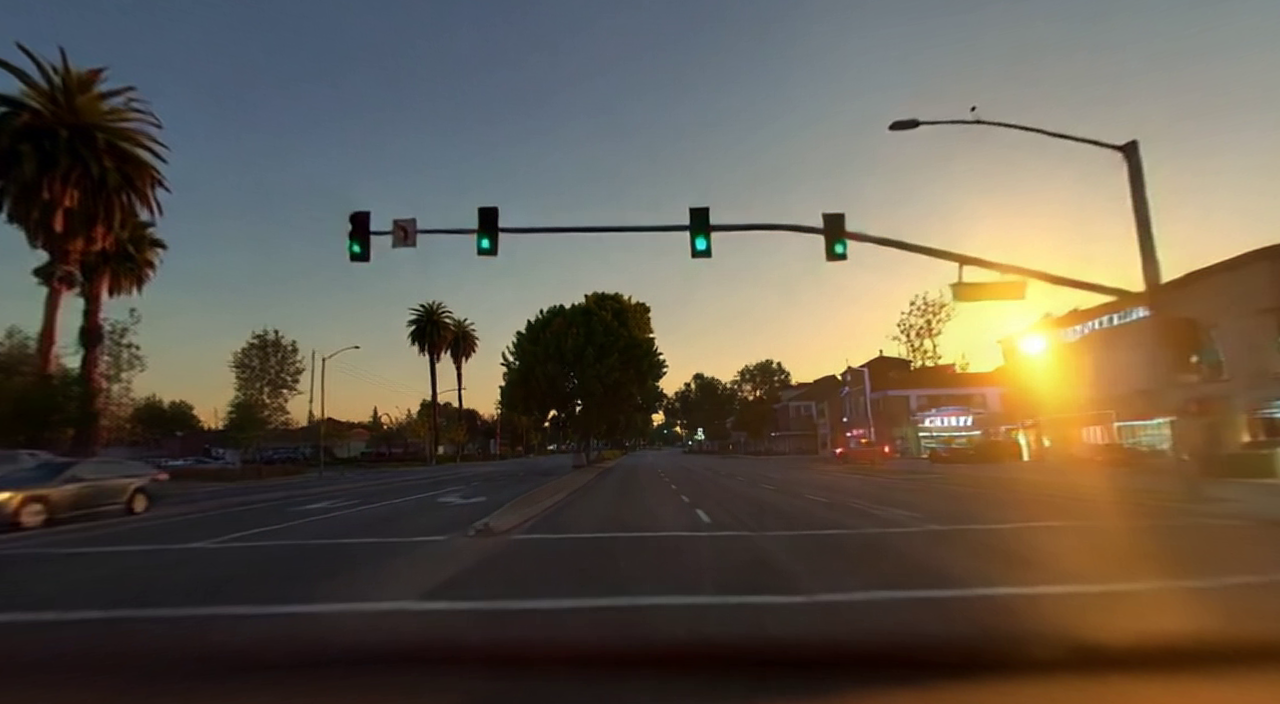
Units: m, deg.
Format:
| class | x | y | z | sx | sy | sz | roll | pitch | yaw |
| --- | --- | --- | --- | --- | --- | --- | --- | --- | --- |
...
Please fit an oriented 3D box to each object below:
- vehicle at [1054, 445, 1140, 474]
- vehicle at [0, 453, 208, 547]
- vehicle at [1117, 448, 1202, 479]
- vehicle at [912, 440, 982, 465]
| class | x | y | z | sx | sy | sz | roll | pitch | yaw |
| --- | --- | --- | --- | --- | --- | --- | --- | --- | --- |
| vehicle | 22.571 | 5.287 | 31.219 | 3.280 | 1.344 | 1.518 | 1 | -9 | -11 |
| vehicle | -11.203 | 2.755 | 12.513 | 2.019 | 1.434 | 4.622 | 0 | -8 | 0 |
| vehicle | 23.480 | 5.013 | 28.562 | 3.142 | 1.270 | 1.464 | 2 | -10 | -21 |
| vehicle | 20.230 | 6.604 | 41.723 | 3.576 | 1.443 | 1.822 | -2 | -8 | -2 |
